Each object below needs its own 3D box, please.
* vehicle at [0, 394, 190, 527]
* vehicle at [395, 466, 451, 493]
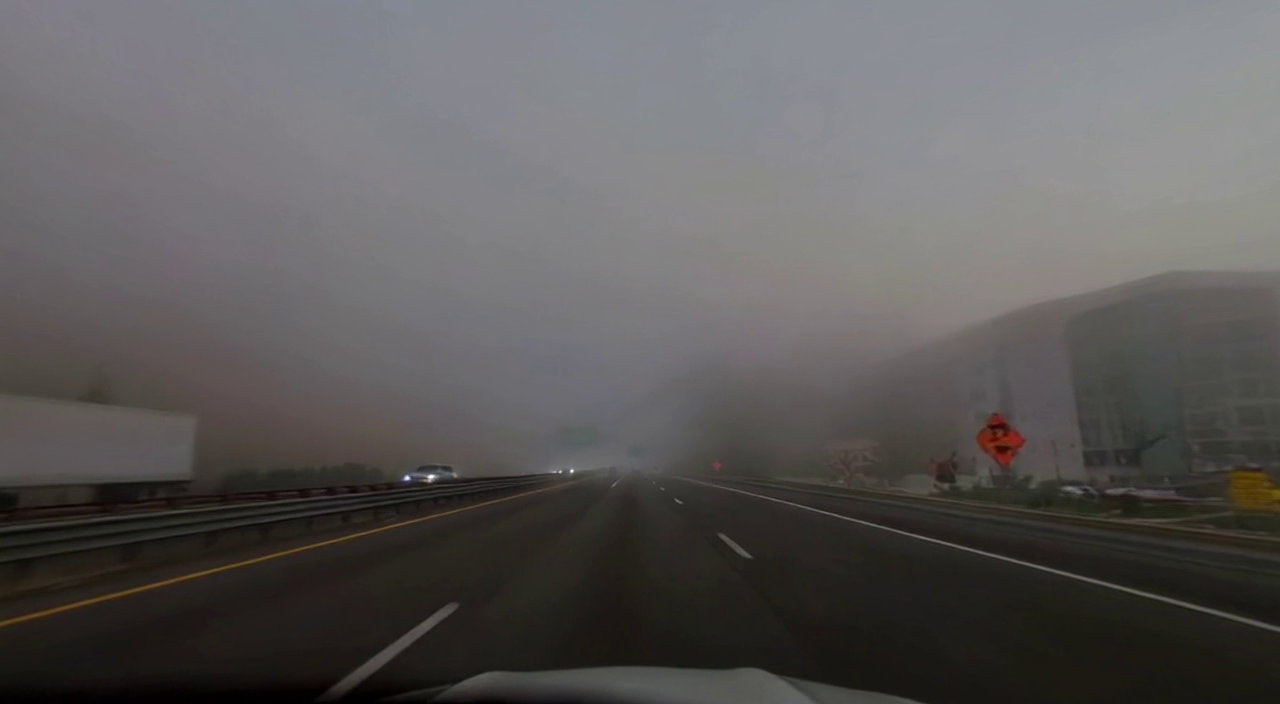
[{"bbox_3d":[-19.759,3.472,20.064,2.948,3.734,10.618,1,-11,0],"label":"vehicle"},{"bbox_3d":[-12.662,7.462,37.006,1.779,1.441,4.279,1,-11,0],"label":"vehicle"}]
